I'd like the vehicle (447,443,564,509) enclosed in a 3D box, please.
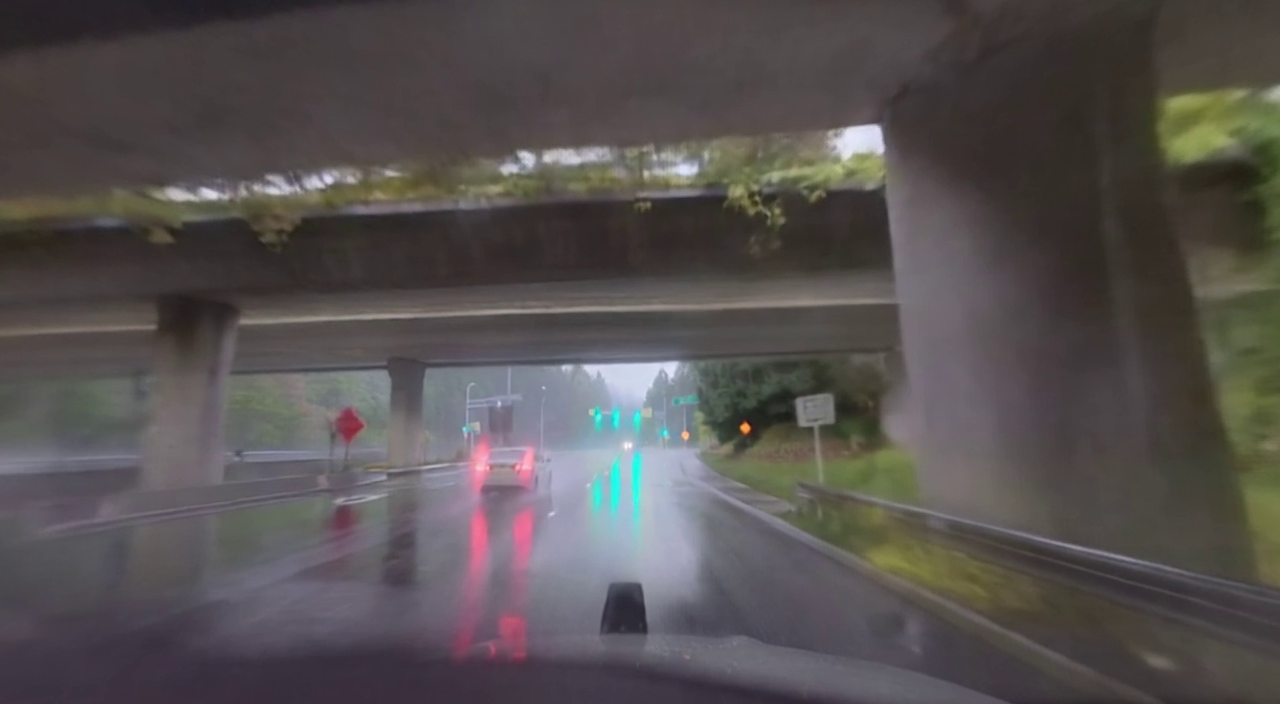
[{"bbox_3d":[-3.297,3.144,16.512,1.963,1.460,4.614,0,-9,1],"label":"vehicle"}]
